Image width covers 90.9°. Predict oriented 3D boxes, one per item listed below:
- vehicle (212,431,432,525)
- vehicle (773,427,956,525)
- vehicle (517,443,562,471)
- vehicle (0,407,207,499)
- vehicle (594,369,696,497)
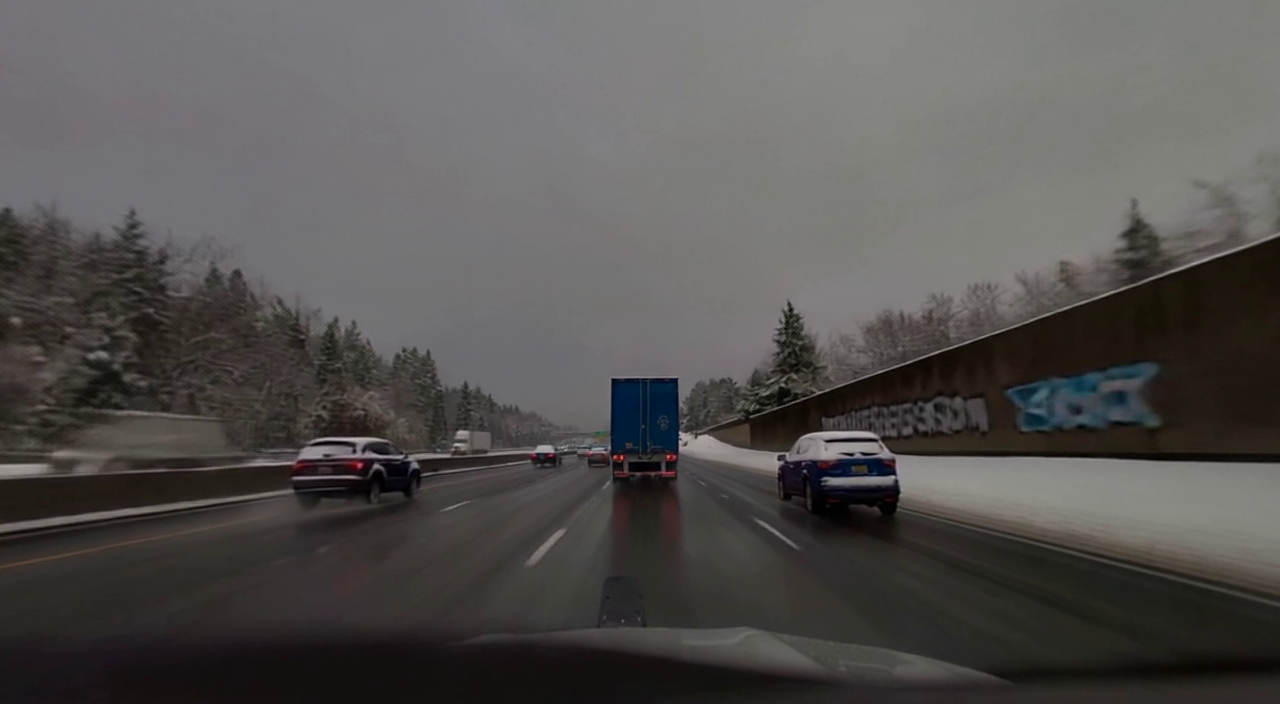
[{"bbox_3d":[-6.498,2.631,13.723,2.134,1.662,4.851,0,-9,2],"label":"vehicle"},{"bbox_3d":[4.375,2.505,13.224,2.205,1.689,4.403,0,-9,0],"label":"vehicle"},{"bbox_3d":[-6.198,6.555,39.426,2.005,1.607,4.042,-1,-9,2],"label":"vehicle"},{"bbox_3d":[-17.870,3.401,21.291,2.179,2.650,5.861,0,-9,1],"label":"vehicle"},{"bbox_3d":[0.154,3.083,23.133,2.915,3.661,9.741,0,-9,0],"label":"vehicle"}]
